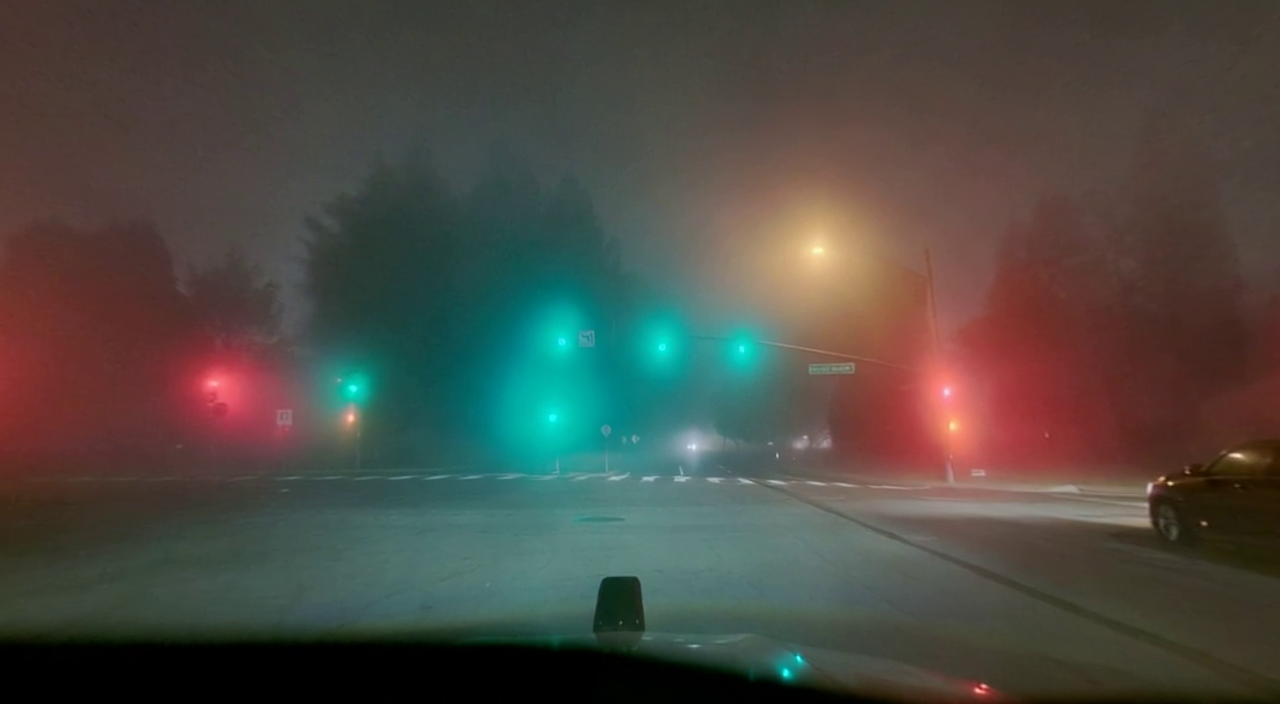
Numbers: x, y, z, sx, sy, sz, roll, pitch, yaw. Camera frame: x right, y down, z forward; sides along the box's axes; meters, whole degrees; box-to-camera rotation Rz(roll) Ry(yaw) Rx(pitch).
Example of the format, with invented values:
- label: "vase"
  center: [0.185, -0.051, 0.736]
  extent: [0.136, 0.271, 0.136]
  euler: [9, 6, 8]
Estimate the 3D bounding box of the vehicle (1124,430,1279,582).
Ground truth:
- label: "vehicle"
  center: [7.371, 1.590, 6.636]
  extent: [1.797, 1.518, 3.433]
  euler: [0, -9, 0]
